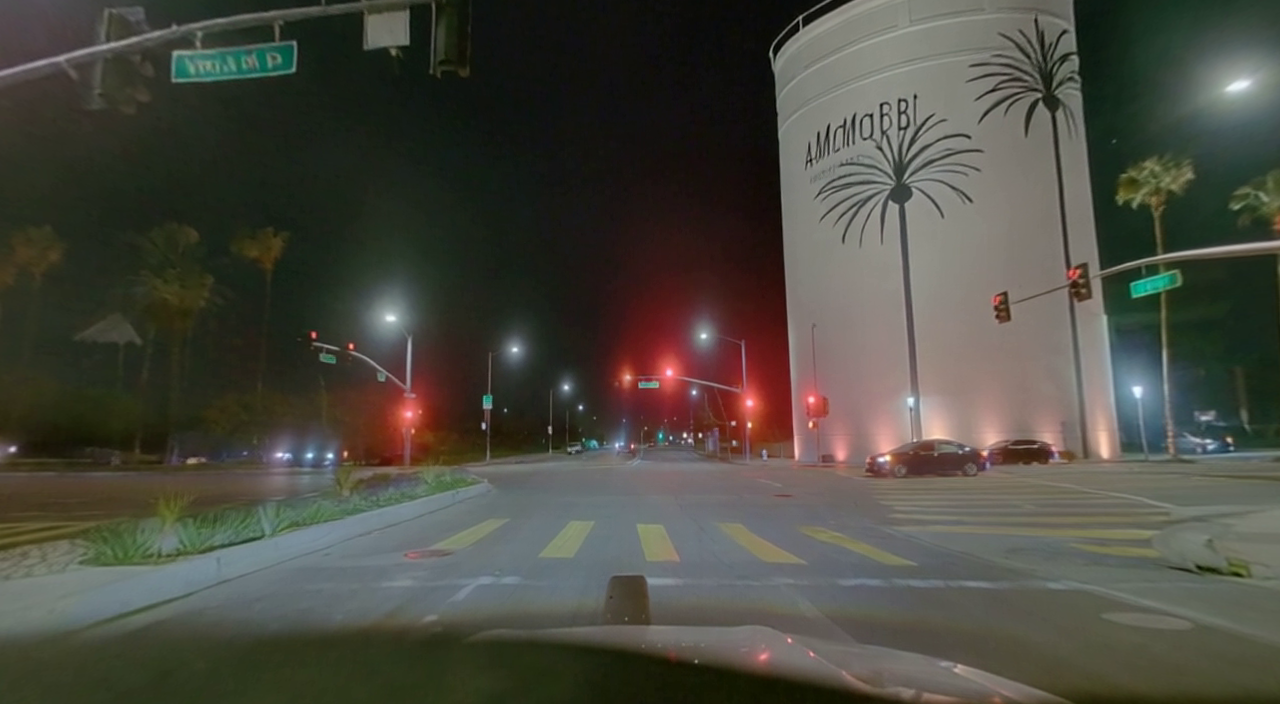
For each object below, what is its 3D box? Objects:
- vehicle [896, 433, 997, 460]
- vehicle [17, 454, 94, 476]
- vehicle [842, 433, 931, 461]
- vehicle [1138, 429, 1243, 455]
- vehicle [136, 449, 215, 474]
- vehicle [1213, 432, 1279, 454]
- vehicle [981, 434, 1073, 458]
[{"bbox_3d":[17.032,5.281,35.140,4.684,1.461,1.777,0,-8,-1],"label":"vehicle"},{"bbox_3d":[-41.540,7.999,44.812,3.698,1.467,1.779,0,-9,1],"label":"vehicle"},{"bbox_3d":[15.108,5.854,38.843,4.648,1.665,1.910,0,-8,0],"label":"vehicle"},{"bbox_3d":[33.301,5.462,38.205,4.567,1.458,1.791,0,-8,1],"label":"vehicle"},{"bbox_3d":[-32.950,7.780,44.778,4.136,1.661,1.857,0,-8,1],"label":"vehicle"},{"bbox_3d":[42.205,6.191,42.943,4.437,1.469,1.811,0,-8,0],"label":"vehicle"},{"bbox_3d":[23.630,5.759,38.602,4.423,1.465,1.798,0,-8,1],"label":"vehicle"}]
